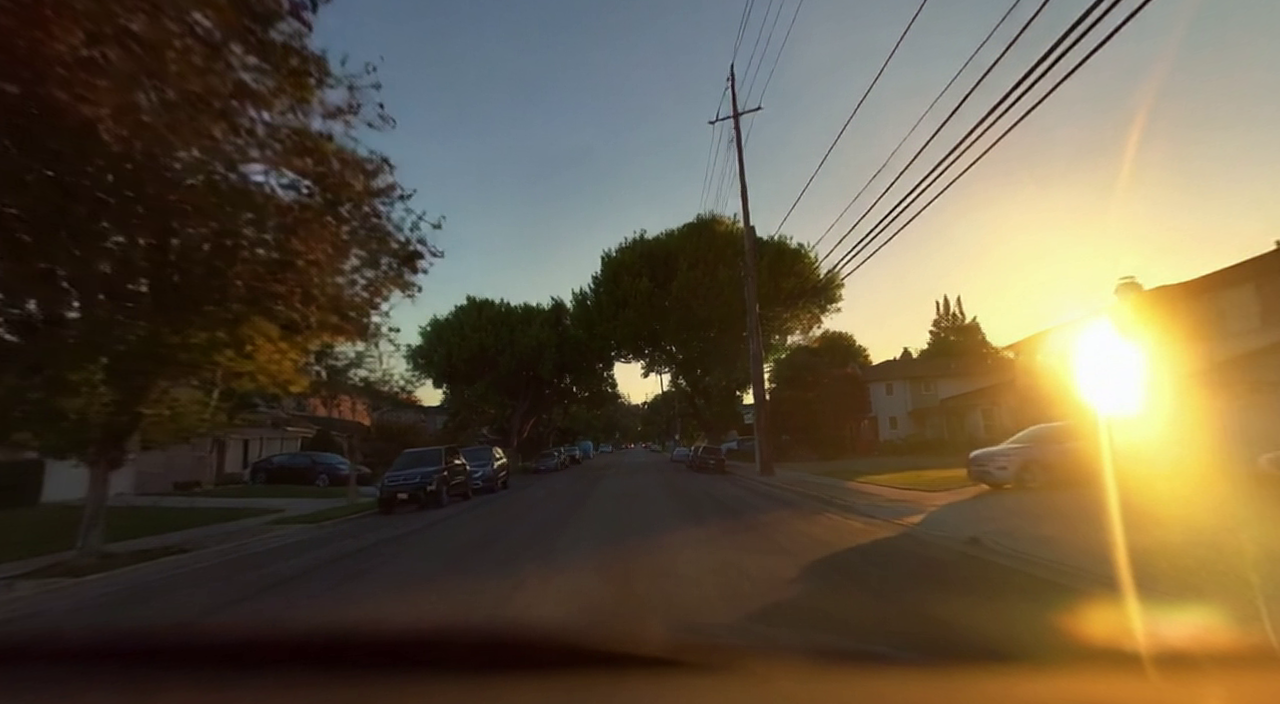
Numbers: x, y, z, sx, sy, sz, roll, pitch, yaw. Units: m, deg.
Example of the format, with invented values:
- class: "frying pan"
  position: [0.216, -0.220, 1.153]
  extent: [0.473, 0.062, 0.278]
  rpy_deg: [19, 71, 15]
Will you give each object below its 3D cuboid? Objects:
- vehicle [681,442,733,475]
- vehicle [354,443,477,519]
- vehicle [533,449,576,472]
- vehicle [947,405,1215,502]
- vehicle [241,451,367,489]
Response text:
- class: "vehicle"
  position: [3.536, 5.734, 34.388]
  extent: [2.247, 1.618, 4.655]
  rpy_deg: [2, -8, -1]
- class: "vehicle"
  position: [-6.115, 3.488, 17.737]
  extent: [2.035, 1.736, 3.955]
  rpy_deg: [-3, -8, -1]
- class: "vehicle"
  position: [-5.924, 7.617, 44.374]
  extent: [2.199, 1.439, 4.757]
  rpy_deg: [0, -10, 2]
- class: "vehicle"
  position: [9.909, 2.269, 14.499]
  extent: [4.559, 1.843, 2.081]
  rpy_deg: [-2, -7, -3]
- class: "vehicle"
  position: [-16.002, 5.621, 30.317]
  extent: [4.706, 1.681, 2.389]
  rpy_deg: [-1, -9, 5]
